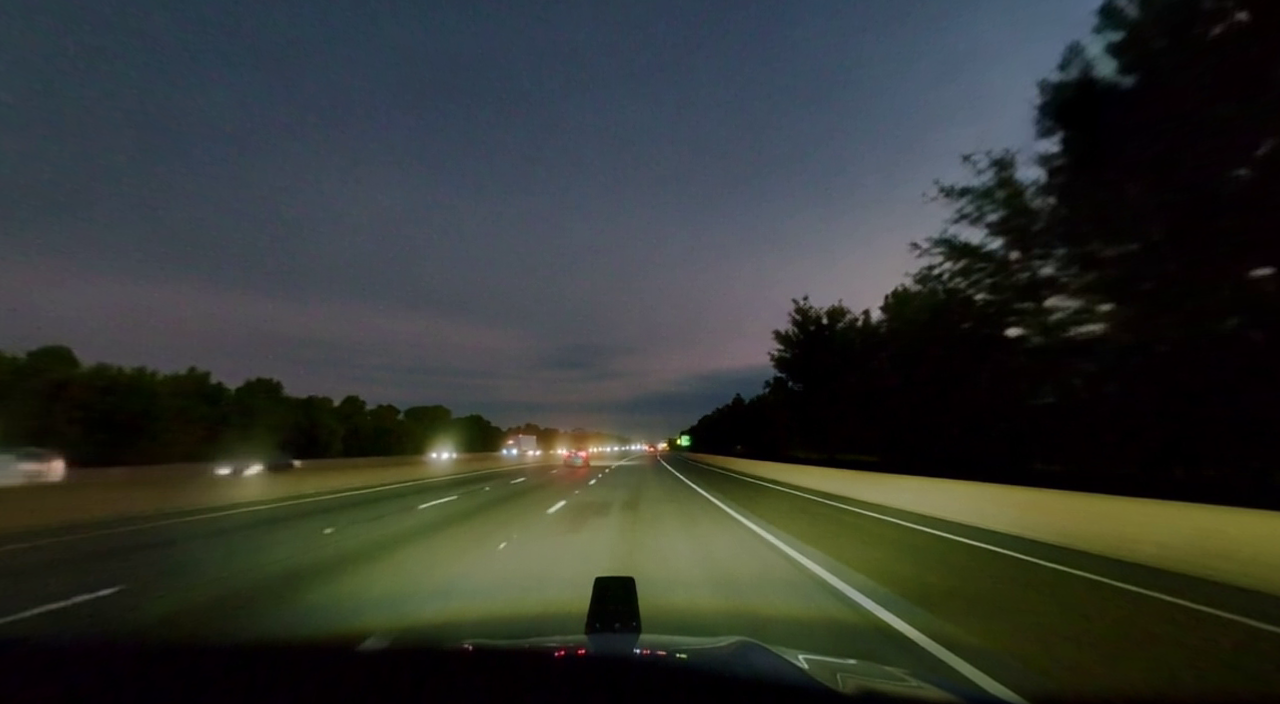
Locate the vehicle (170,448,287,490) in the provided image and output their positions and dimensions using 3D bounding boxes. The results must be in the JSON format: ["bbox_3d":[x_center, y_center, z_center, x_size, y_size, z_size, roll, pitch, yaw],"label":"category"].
[{"bbox_3d":[-15.844,4.497,24.402,1.813,1.464,3.895,0,-9,1],"label":"vehicle"}]

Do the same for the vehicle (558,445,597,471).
[{"bbox_3d":[-3.784,6.456,38.462,1.933,1.497,3.973,0,-9,0],"label":"vehicle"}]
